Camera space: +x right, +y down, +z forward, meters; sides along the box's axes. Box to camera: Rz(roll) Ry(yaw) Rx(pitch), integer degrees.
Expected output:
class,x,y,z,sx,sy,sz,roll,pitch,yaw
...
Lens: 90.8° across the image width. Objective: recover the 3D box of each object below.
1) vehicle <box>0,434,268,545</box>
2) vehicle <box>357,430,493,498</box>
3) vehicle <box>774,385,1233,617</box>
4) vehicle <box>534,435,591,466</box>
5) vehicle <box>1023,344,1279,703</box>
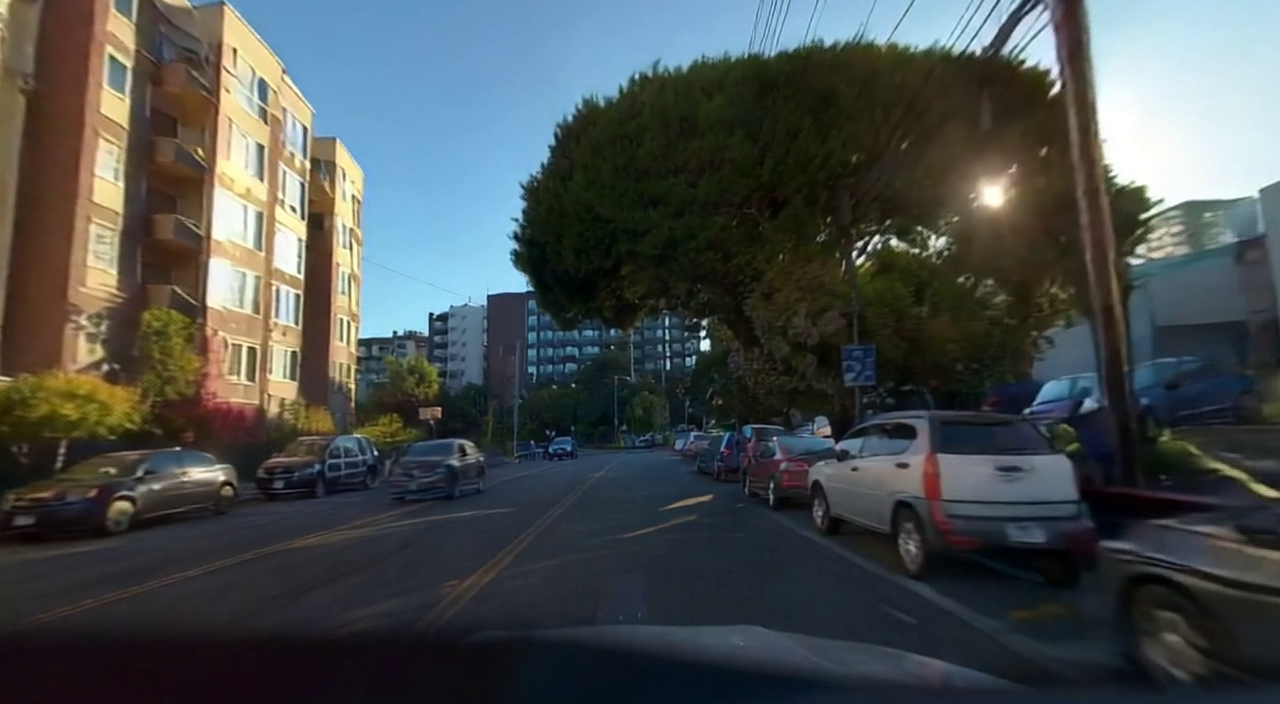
class,x,y,z,sx,sy,sz,roll,pitch,yaw
vehicle,-10.633,2.808,13.459,2.134,1.775,4.706,-8,-10,8
vehicle,-6.264,3.278,19.120,2.081,1.760,4.598,0,-7,6
vehicle,3.234,1.438,7.111,2.156,1.702,4.687,0,-8,-3
vehicle,-5.270,6.833,44.068,2.319,2.021,5.762,-2,-8,10
vehicle,3.289,0.656,1.214,2.098,1.624,4.477,0,-8,-3
